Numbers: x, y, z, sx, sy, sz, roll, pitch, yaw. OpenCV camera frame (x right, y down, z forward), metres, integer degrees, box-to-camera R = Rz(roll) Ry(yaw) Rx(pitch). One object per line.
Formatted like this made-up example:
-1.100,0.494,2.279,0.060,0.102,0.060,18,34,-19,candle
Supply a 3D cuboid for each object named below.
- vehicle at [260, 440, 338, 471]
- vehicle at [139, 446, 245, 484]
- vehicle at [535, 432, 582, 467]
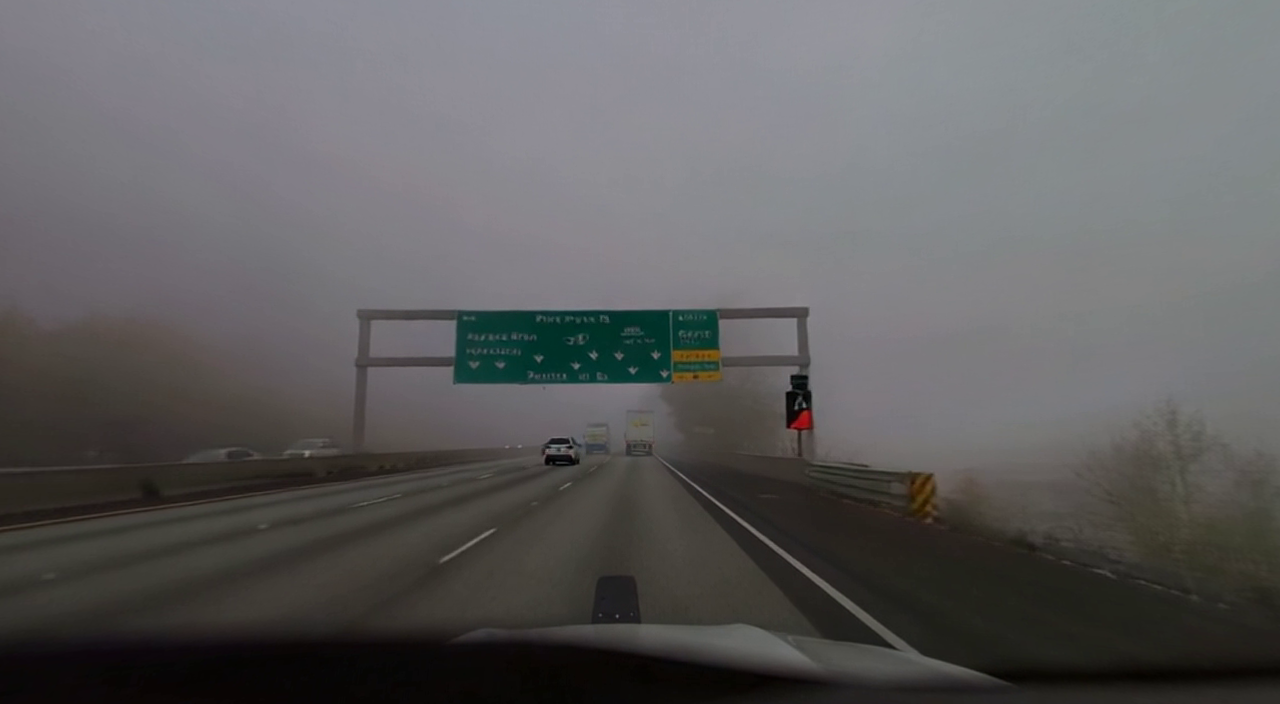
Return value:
-23.090,6.994,42.945,2.199,1.919,5.601,0,-8,-1,vehicle
-19.025,4.778,26.977,1.720,1.436,3.804,0,-8,0,vehicle
-4.494,5.442,35.373,2.127,1.839,4.984,0,-8,-2,vehicle
